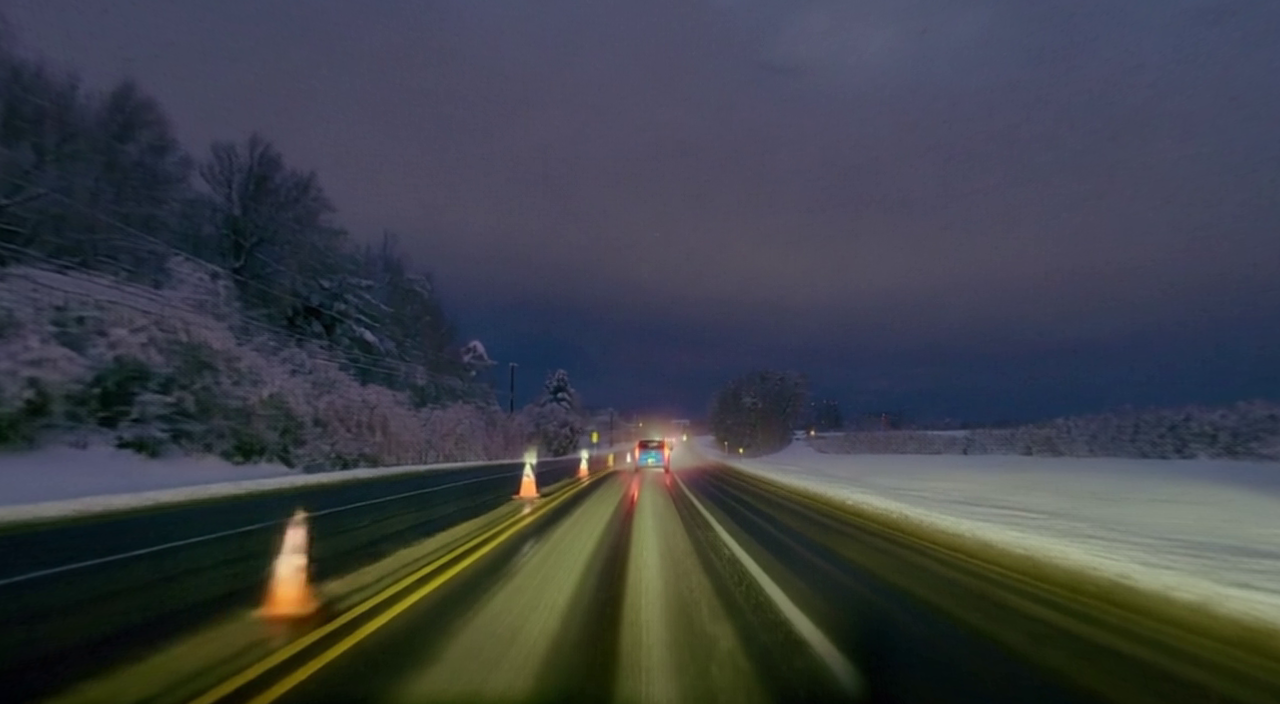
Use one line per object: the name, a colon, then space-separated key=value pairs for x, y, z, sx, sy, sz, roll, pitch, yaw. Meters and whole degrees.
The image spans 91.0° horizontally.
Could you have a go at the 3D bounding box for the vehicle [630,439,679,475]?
vehicle: x=0.689 y=4.719 z=28.548 sx=2.042 sy=1.489 sz=3.963 roll=0 pitch=-9 yaw=2
